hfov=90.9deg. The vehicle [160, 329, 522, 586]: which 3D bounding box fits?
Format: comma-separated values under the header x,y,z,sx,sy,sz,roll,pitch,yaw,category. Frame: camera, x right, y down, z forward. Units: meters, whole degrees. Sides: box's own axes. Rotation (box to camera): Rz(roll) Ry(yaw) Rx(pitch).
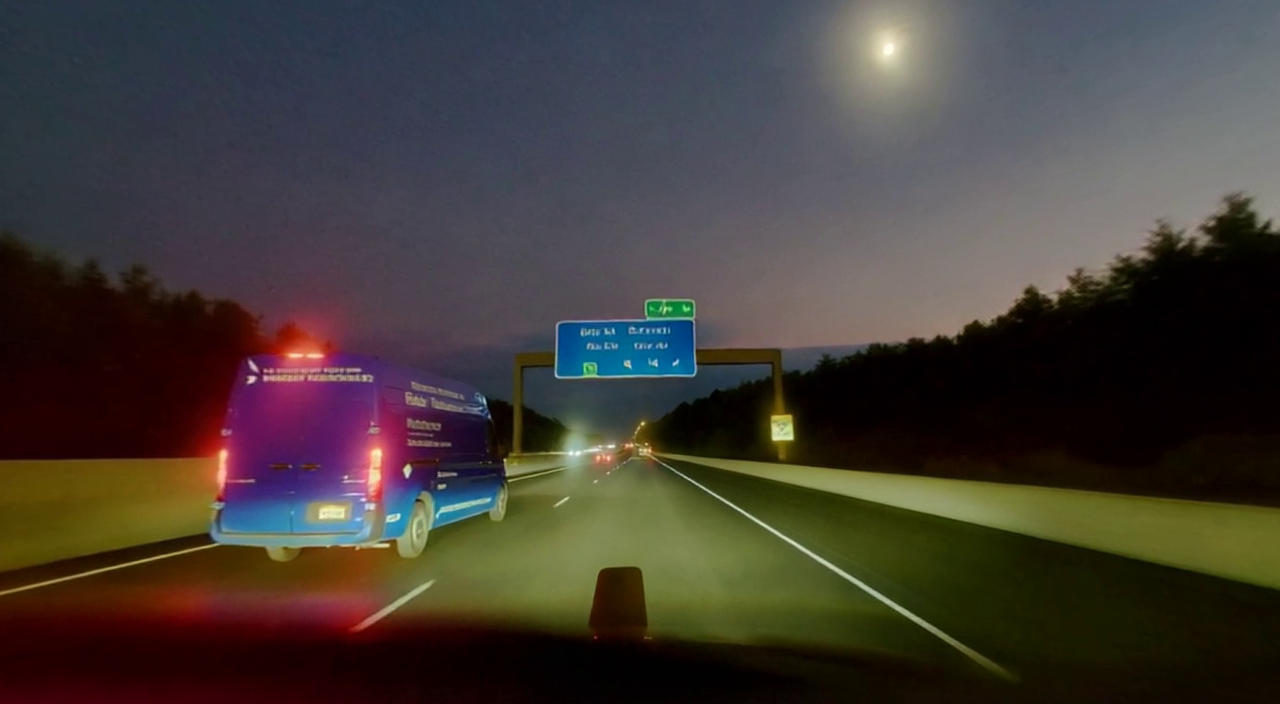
x,y,z,sx,sy,sz,roll,pitch,yaw,category
-3.701,1.583,10.032,2.320,2.636,7.021,0,-9,0,vehicle
